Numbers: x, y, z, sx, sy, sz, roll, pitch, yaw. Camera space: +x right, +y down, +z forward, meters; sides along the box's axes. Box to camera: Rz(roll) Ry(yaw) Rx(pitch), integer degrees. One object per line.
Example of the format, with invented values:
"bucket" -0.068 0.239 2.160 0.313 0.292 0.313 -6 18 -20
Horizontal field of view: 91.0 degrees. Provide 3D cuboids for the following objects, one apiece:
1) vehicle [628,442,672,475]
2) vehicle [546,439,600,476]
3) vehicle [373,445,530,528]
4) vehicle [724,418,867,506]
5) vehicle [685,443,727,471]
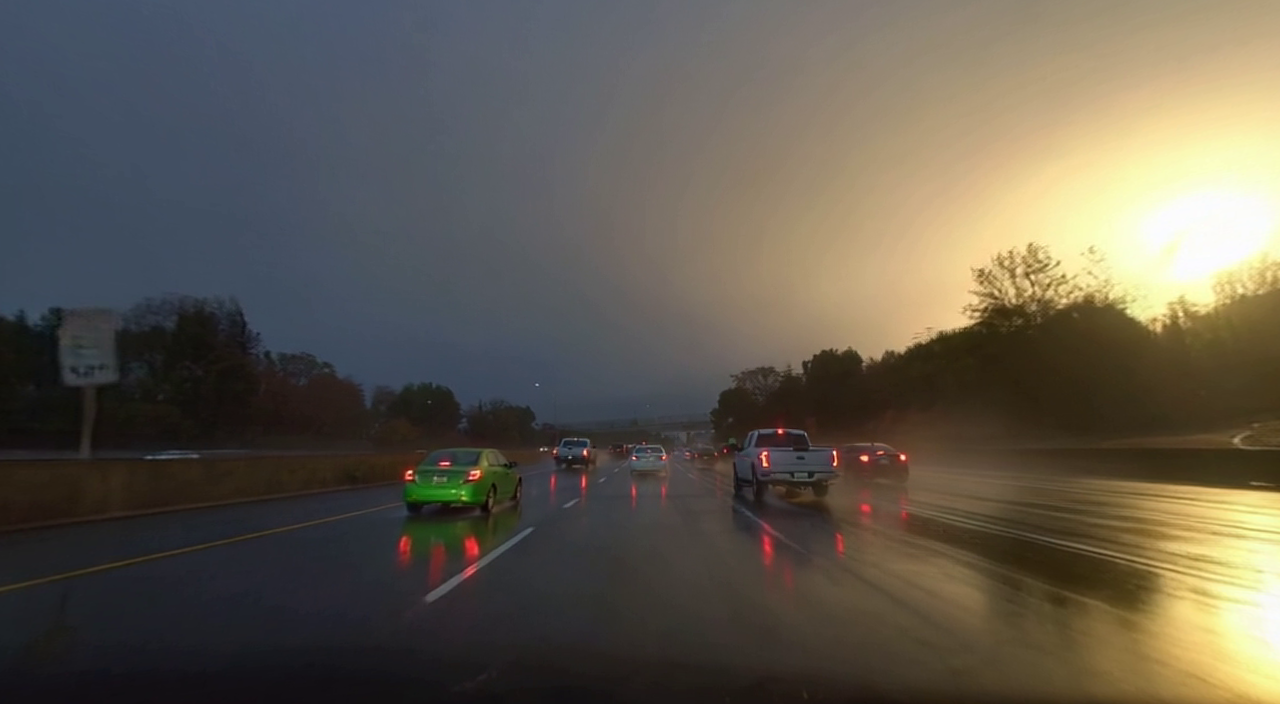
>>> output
"vehicle" 0.520 5.580 33.163 2.147 1.572 4.094 0 -9 0
"vehicle" -3.394 5.484 33.019 2.176 1.783 4.799 0 -9 1
"vehicle" -3.705 2.702 13.290 1.947 1.424 4.264 0 -9 1
"vehicle" 3.792 2.838 16.674 2.340 1.925 5.529 0 -9 -1
"vehicle" 4.130 6.680 40.342 2.145 1.636 4.437 0 -9 -1
